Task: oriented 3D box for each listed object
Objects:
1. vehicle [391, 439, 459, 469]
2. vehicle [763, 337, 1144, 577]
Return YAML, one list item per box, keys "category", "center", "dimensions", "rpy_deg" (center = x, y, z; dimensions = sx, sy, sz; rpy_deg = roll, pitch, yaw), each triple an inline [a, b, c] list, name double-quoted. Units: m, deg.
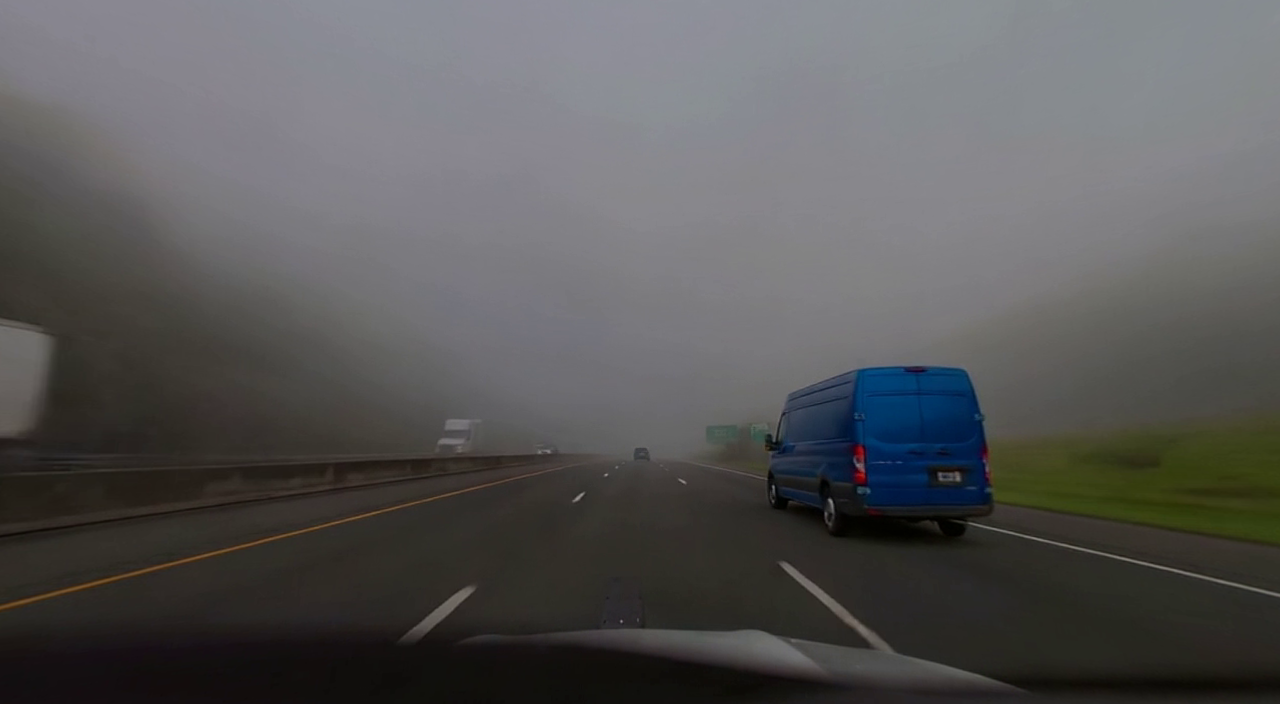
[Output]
- category: "vehicle"
  center: [-11.453, 5.476, 33.930]
  dimensions: [2.166, 1.484, 4.185]
  rpy_deg: [0, -9, 0]
- category: "vehicle"
  center: [3.939, 1.590, 10.013]
  dimensions: [2.552, 2.524, 6.630]
  rpy_deg: [0, -9, 0]
